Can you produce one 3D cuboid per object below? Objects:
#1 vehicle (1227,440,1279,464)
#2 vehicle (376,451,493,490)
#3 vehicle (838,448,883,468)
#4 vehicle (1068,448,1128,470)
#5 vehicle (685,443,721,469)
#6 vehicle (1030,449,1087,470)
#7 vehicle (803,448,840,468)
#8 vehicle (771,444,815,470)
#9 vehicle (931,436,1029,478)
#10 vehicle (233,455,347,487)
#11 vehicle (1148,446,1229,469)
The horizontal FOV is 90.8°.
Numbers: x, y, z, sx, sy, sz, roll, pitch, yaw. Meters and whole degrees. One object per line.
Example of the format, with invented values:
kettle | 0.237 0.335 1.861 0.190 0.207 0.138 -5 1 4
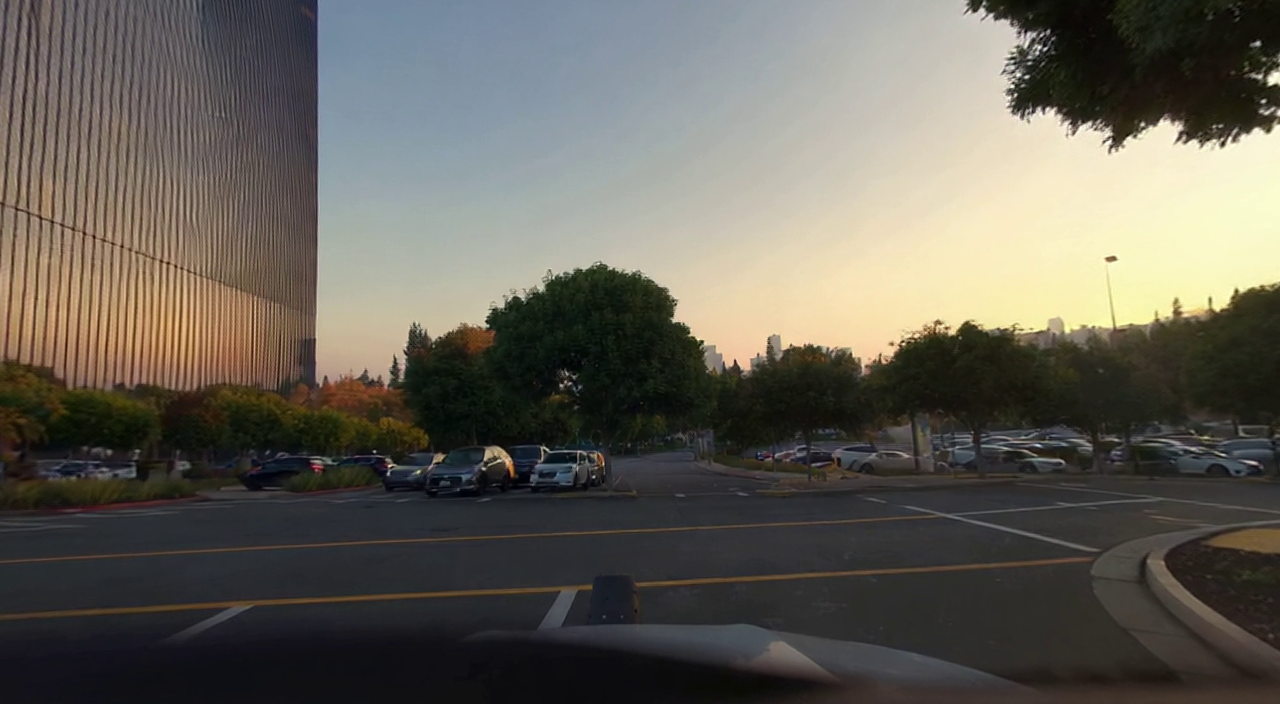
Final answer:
vehicle | 43.059 6.810 43.077 1.758 1.572 4.421 0 -8 1
vehicle | -8.712 4.976 26.904 4.442 1.504 1.809 5 -10 -28
vehicle | 17.051 8.223 49.087 1.971 1.478 4.477 0 -8 1
vehicle | 31.289 7.309 43.251 1.519 1.371 3.278 0 -8 -1
vehicle | 4.617 7.752 47.298 2.262 1.794 5.331 0 -8 1
vehicle | 28.330 7.290 42.883 1.495 1.371 3.336 -1 -9 -2
vehicle | 14.203 8.300 49.642 1.935 1.477 3.719 0 -8 3
vehicle | 10.522 7.207 43.720 1.936 1.673 4.305 0 -8 0
vehicle | 16.476 5.099 30.975 2.048 1.852 4.998 0 -9 1
vehicle | -16.748 5.687 30.366 4.331 1.437 1.876 0 -8 2
vehicle | 37.013 7.119 42.784 1.678 1.423 4.191 0 -8 -1
